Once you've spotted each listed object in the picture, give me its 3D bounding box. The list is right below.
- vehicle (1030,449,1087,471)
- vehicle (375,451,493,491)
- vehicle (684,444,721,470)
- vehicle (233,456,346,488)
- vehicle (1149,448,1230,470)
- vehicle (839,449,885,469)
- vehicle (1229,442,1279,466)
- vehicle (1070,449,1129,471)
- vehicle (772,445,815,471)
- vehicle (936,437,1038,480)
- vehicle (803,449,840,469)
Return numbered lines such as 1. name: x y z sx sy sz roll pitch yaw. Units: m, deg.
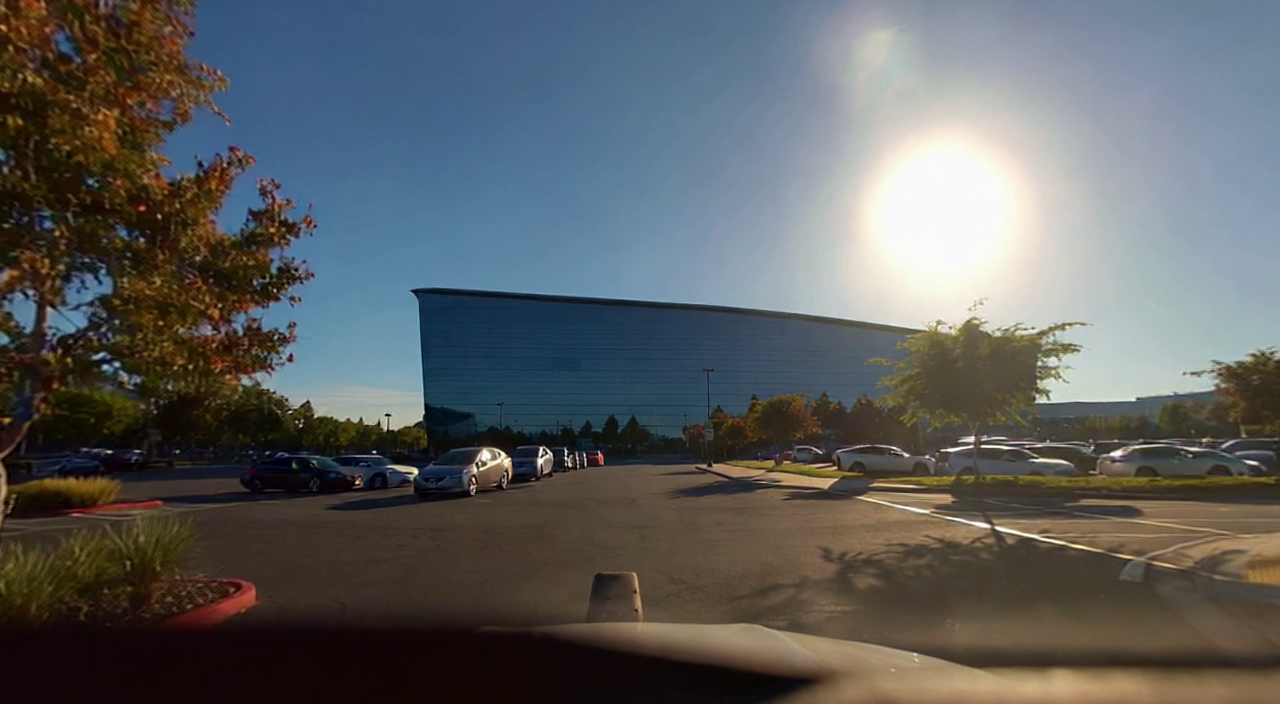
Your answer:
1. vehicle: 28.350 7.321 42.901 1.495 1.371 3.336 -1 -9 0
2. vehicle: -8.698 4.978 26.770 4.442 1.504 1.809 5 -10 -28
3. vehicle: 4.597 7.784 47.120 2.262 1.794 5.331 0 -8 1
4. vehicle: -16.694 5.702 30.224 4.331 1.437 1.876 0 -8 3
5. vehicle: 37.014 7.213 42.714 1.678 1.423 4.191 0 -9 0
6. vehicle: 17.094 8.251 48.870 1.971 1.478 4.477 0 -8 1
7. vehicle: 43.053 6.919 42.947 1.758 1.572 4.421 0 -8 1
8. vehicle: 31.334 7.372 43.201 1.519 1.371 3.278 0 -8 0
9. vehicle: 10.532 7.269 43.550 1.936 1.673 4.305 0 -8 1
10. vehicle: 16.471 5.063 30.355 2.048 1.852 4.998 0 -9 0
11. vehicle: 14.168 8.341 49.512 1.935 1.477 3.719 0 -9 3
